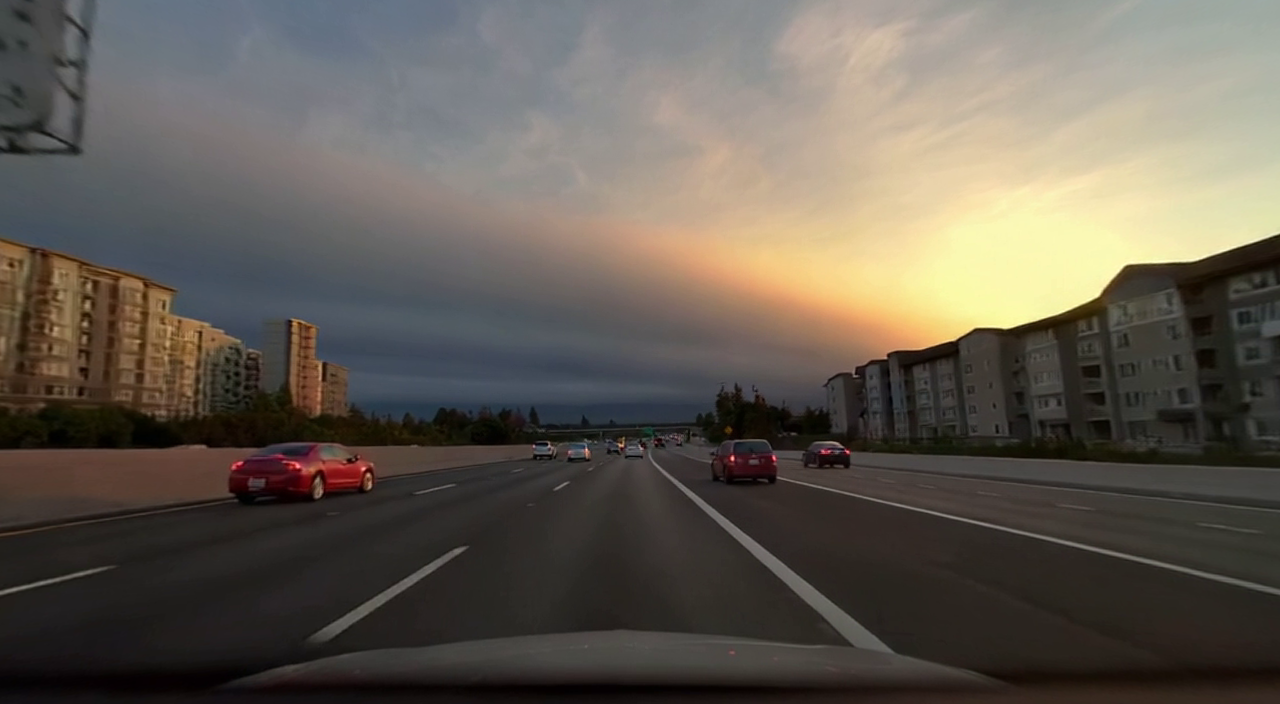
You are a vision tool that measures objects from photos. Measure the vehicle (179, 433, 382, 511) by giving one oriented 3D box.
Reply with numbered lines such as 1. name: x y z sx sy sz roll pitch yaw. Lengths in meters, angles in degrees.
1. vehicle: -7.888 2.664 14.526 2.021 1.496 4.495 0 -8 0

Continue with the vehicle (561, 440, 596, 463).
1. vehicle: -4.218 6.889 43.798 2.002 1.466 4.378 0 -8 0

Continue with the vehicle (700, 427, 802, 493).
1. vehicle: 3.101 3.122 18.587 2.080 1.694 4.286 0 -8 -2

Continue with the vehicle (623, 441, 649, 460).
1. vehicle: -0.324 7.787 49.946 1.992 1.431 4.055 0 -8 -1

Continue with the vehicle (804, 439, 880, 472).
1. vehicle: 9.632 4.944 30.470 2.061 1.459 4.273 1 -8 -3
